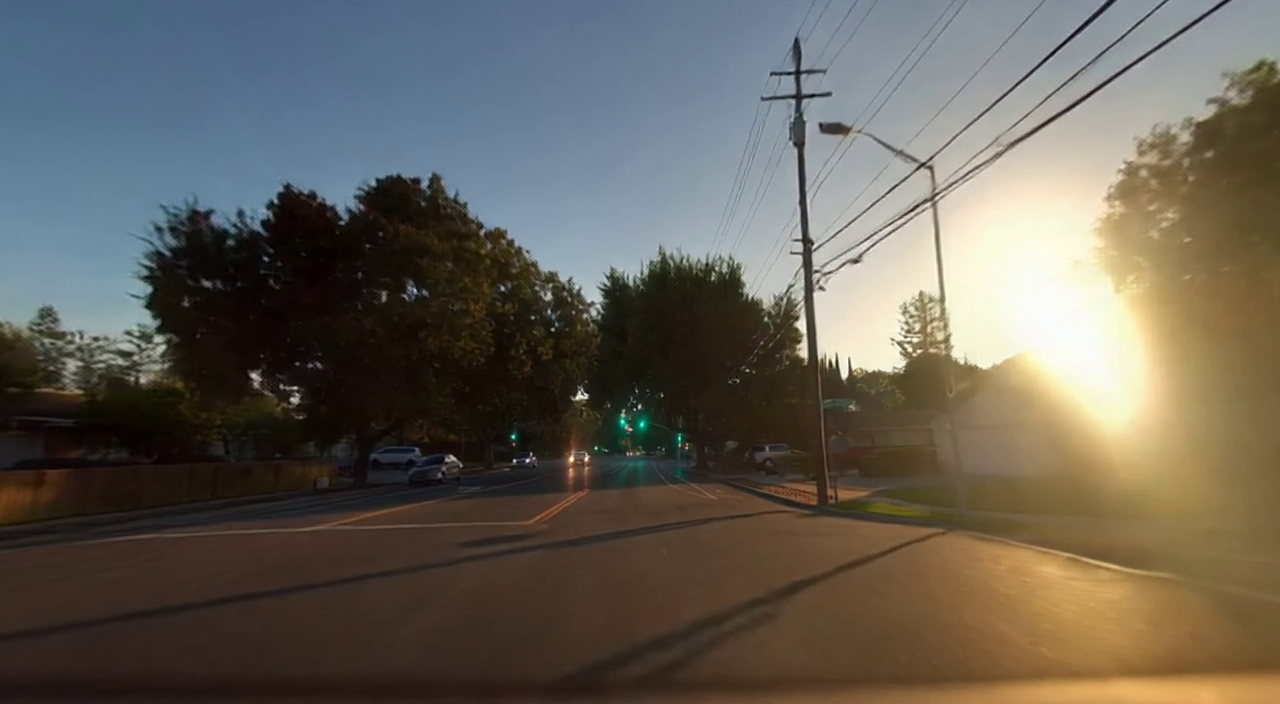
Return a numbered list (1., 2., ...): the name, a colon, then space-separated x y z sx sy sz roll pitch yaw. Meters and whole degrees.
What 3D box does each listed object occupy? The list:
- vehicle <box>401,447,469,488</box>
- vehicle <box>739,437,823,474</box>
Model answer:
1. vehicle: -11.142 6.279 34.720 2.024 1.795 5.054 -8 -9 -2
2. vehicle: 9.811 7.129 43.849 5.565 2.036 1.907 0 -6 -26
